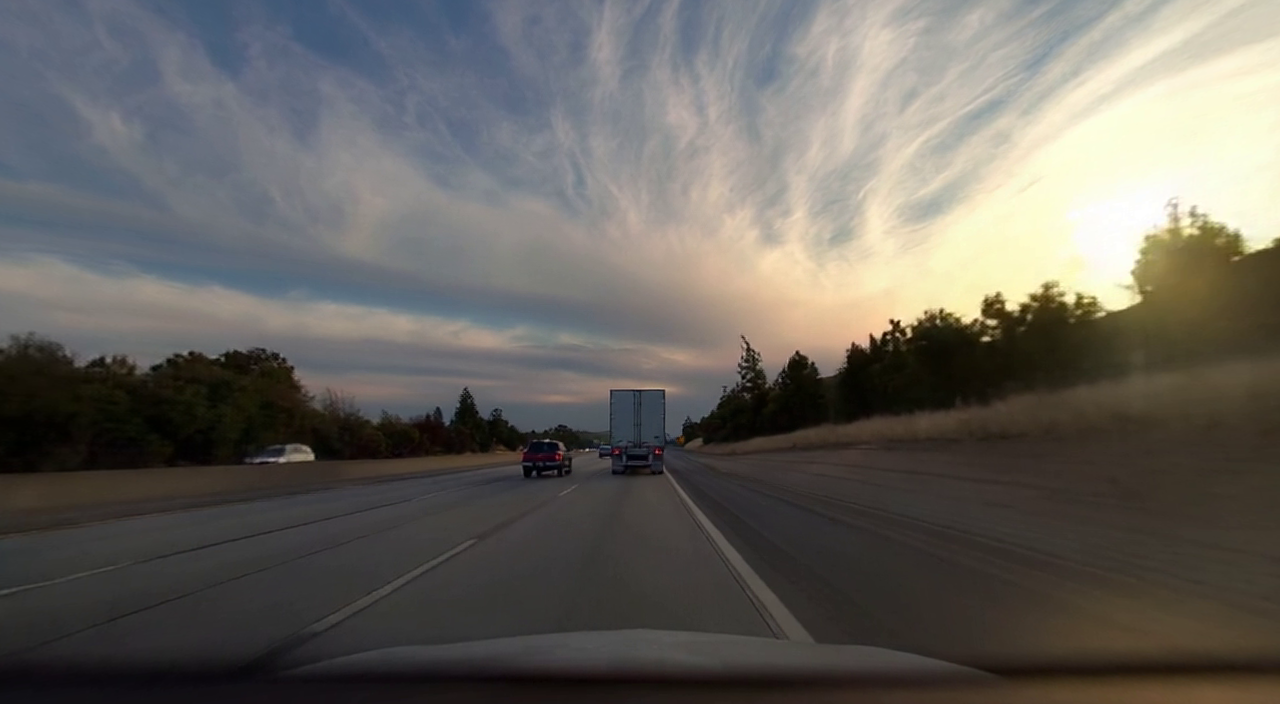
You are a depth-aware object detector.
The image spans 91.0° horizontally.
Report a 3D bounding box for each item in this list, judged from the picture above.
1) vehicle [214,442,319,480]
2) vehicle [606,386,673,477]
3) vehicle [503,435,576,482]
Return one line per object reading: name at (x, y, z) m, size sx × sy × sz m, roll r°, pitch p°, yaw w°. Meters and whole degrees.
vehicle at (-21.534, 6.283, 36.748) m, size 2.295 × 1.987 × 6.136 m, roll 0°, pitch -9°, yaw 1°
vehicle at (-0.004, 4.493, 34.587) m, size 3.052 × 4.132 × 11.336 m, roll 0°, pitch -9°, yaw 0°
vehicle at (-4.267, 4.618, 27.583) m, size 2.285 × 1.833 × 4.984 m, roll 0°, pitch -9°, yaw 1°
